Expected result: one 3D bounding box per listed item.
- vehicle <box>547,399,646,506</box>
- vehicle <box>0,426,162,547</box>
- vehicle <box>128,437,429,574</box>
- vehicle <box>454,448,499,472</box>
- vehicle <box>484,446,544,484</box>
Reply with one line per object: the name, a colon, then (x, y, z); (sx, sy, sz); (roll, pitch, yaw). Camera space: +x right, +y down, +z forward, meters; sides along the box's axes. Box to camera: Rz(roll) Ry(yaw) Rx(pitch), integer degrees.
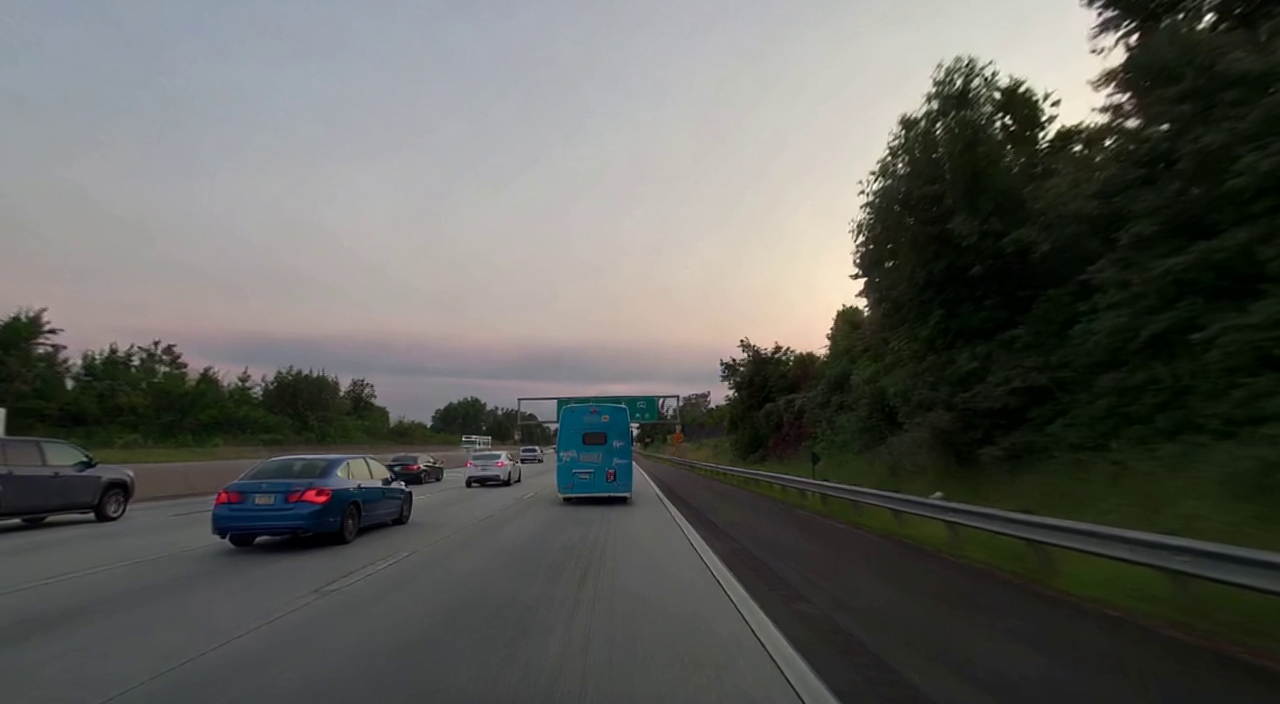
vehicle: (-1.149, 2.827, 17.909); (2.394, 2.556, 5.232); (0, -9, -2)
vehicle: (-9.666, 1.938, 9.204); (2.010, 1.621, 4.252); (0, -9, -1)
vehicle: (-4.588, 1.974, 8.869); (1.876, 1.438, 4.072); (0, -9, -1)
vehicle: (-10.478, 6.921, 40.487); (1.886, 1.462, 4.084); (0, -9, -1)
vehicle: (-5.244, 4.741, 26.656); (1.872, 1.480, 3.545); (0, -9, -1)
